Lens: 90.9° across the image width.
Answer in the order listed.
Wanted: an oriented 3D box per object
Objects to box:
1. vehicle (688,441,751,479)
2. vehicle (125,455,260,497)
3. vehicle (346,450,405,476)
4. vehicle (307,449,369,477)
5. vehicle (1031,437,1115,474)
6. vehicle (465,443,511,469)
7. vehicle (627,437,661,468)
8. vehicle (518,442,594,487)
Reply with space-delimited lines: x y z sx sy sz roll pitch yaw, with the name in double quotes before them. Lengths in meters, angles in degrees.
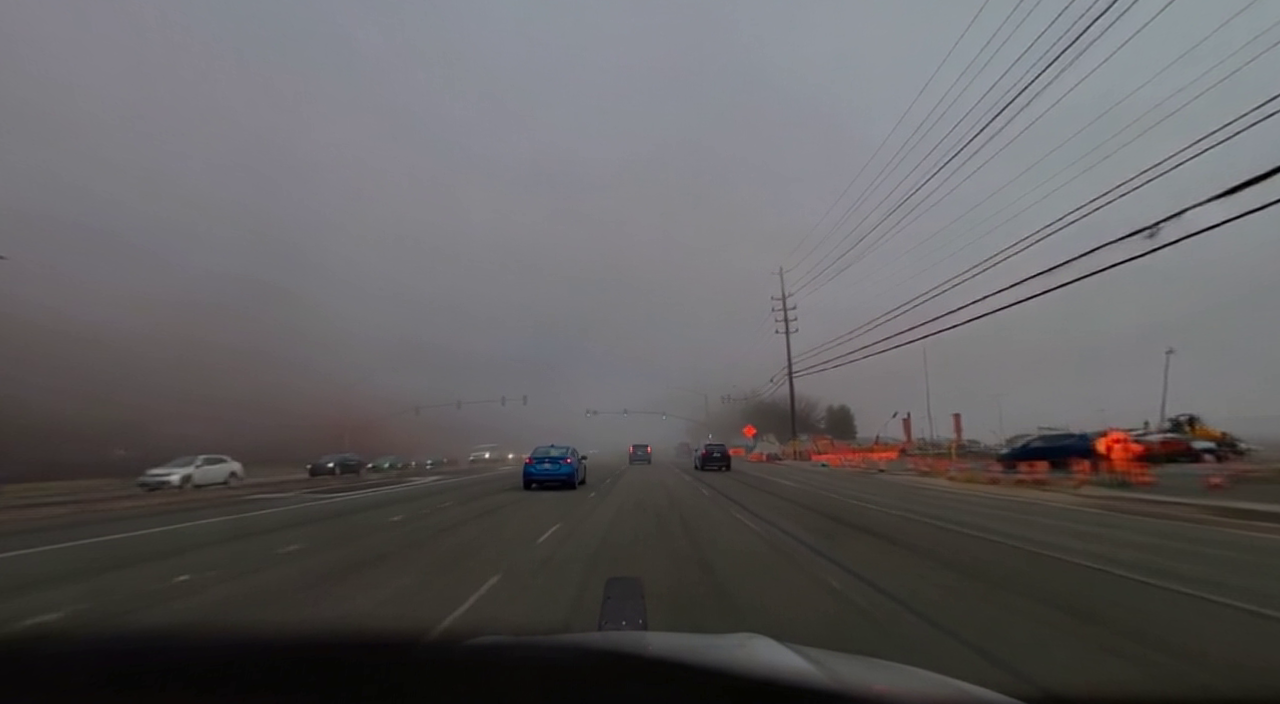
"vehicle" 3.320 4.630 27.246 2.142 1.475 4.565 0 -9 0
"vehicle" -17.566 4.861 25.100 1.924 1.446 4.625 0 -9 1
"vehicle" -17.315 7.266 41.512 1.813 1.513 4.457 0 -9 2
"vehicle" -20.953 7.684 43.940 1.977 1.760 4.569 0 -9 1
"vehicle" 19.273 4.552 27.961 4.677 1.466 1.928 8 -11 -42
"vehicle" -9.536 6.518 39.781 1.774 1.535 3.828 0 -9 3
"vehicle" 0.251 6.300 39.672 2.060 1.845 4.151 0 -8 1
"vehicle" -2.978 4.119 23.532 2.087 1.480 4.825 0 -9 1
